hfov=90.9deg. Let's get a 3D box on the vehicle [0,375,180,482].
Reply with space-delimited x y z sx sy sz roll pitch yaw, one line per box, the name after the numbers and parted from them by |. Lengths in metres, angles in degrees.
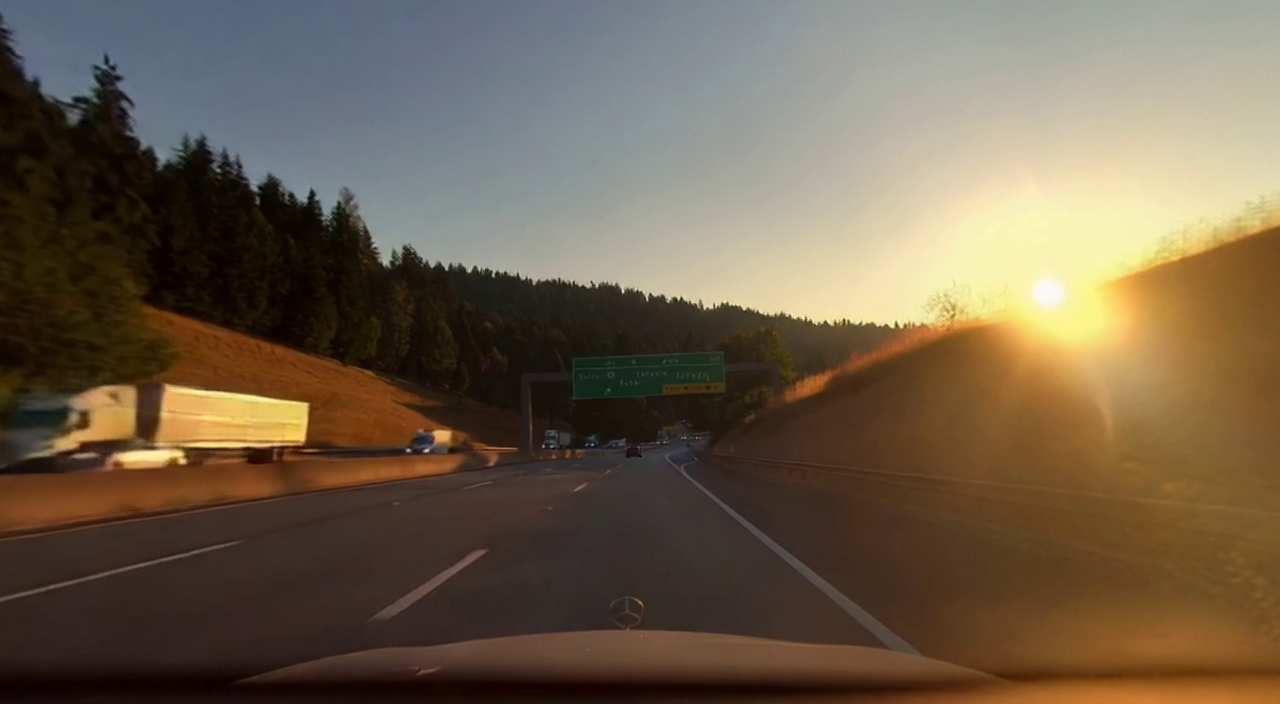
-23.022 3.232 26.119 3.043 3.917 5.965 0 -9 1 | vehicle
